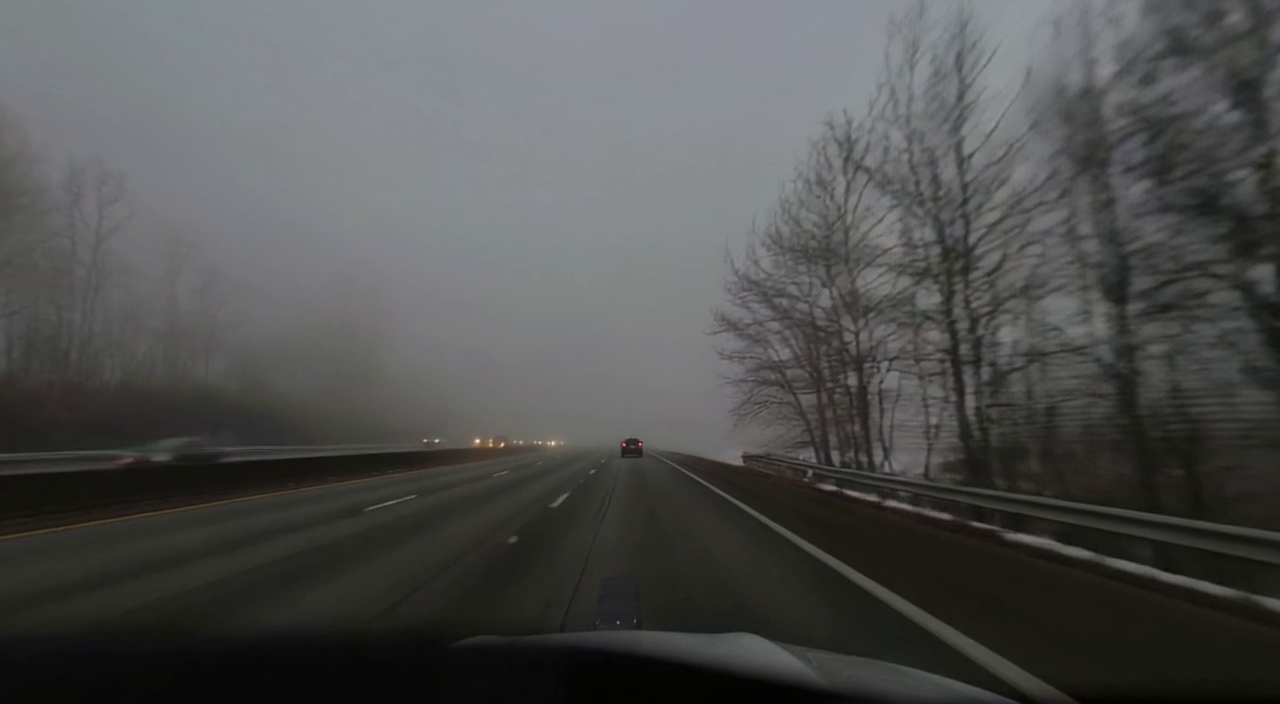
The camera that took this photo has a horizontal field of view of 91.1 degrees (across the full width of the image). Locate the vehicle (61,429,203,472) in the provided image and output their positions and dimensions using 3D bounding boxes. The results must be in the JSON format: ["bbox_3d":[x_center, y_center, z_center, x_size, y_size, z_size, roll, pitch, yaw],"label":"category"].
[{"bbox_3d":[-19.656,3.808,24.626,1.915,1.527,4.409,0,-8,-1],"label":"vehicle"}]
